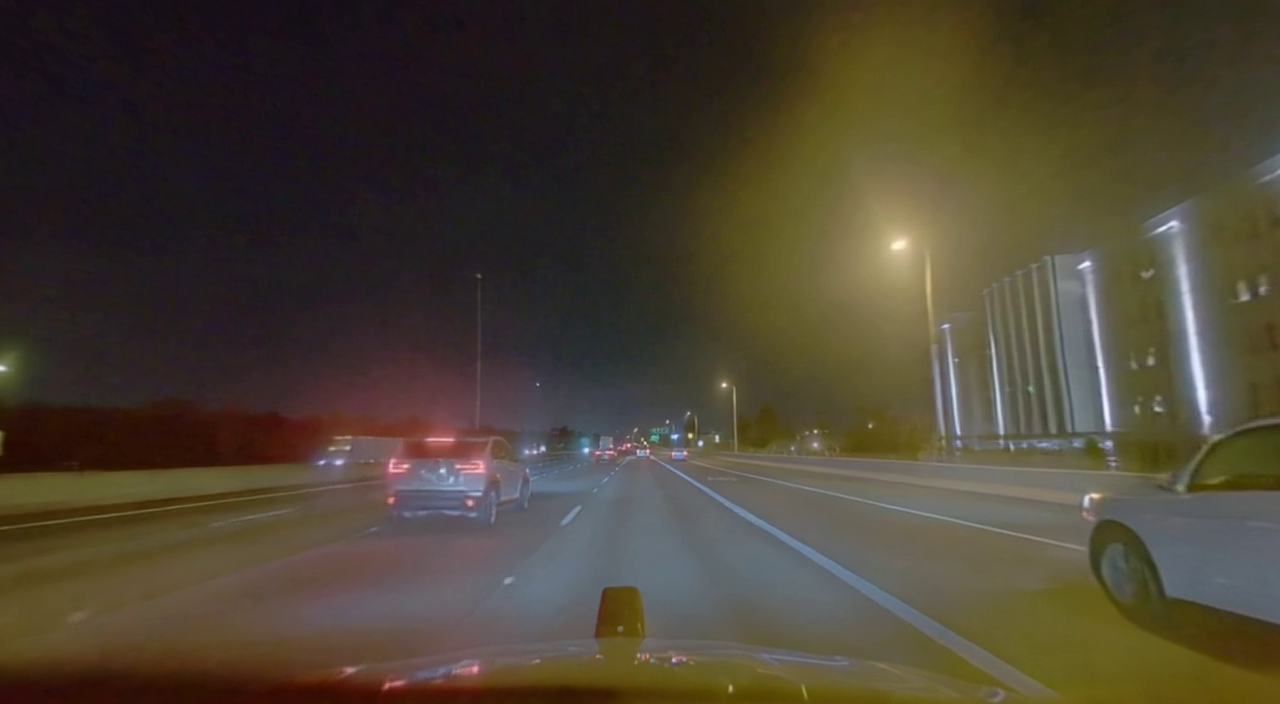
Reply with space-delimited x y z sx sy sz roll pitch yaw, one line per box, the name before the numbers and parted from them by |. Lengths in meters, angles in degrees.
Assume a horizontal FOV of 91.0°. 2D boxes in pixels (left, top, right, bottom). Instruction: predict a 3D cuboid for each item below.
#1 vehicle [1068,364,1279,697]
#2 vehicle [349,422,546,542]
vehicle | 4.461 0.816 2.530 2.170 1.733 4.631 0 -9 0
vehicle | -3.191 2.273 11.680 2.075 1.721 4.763 0 -9 1
